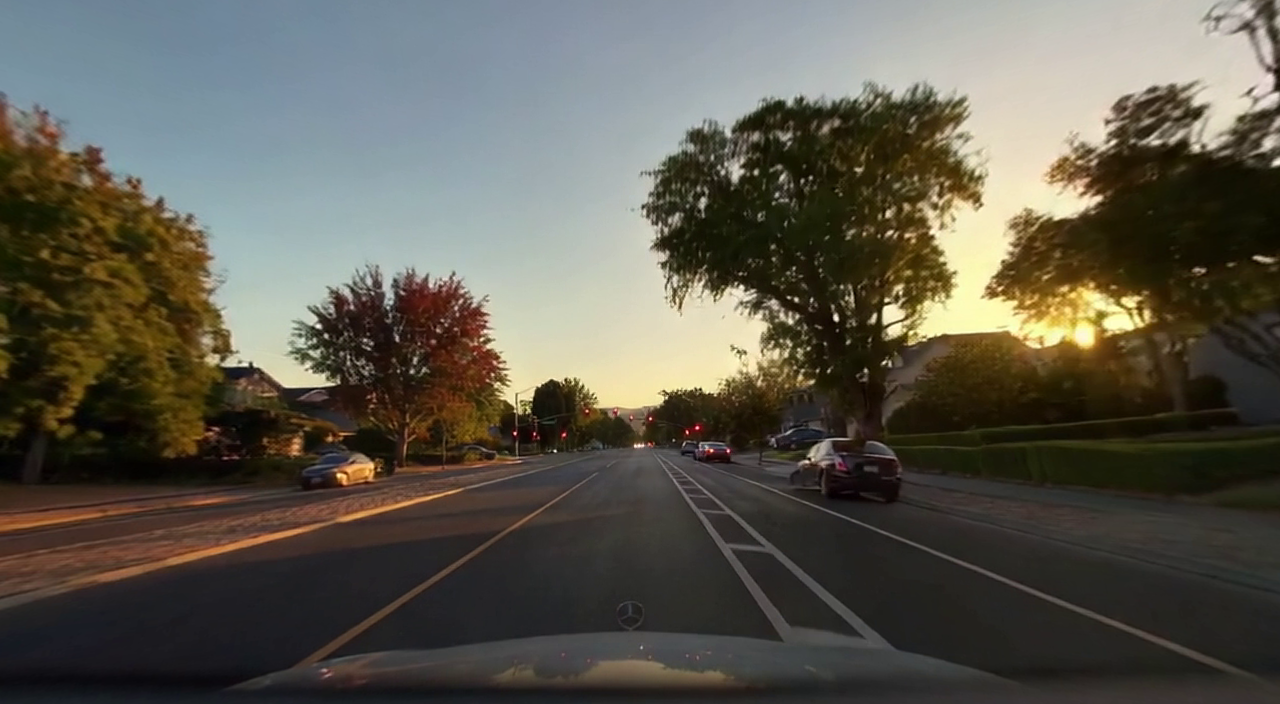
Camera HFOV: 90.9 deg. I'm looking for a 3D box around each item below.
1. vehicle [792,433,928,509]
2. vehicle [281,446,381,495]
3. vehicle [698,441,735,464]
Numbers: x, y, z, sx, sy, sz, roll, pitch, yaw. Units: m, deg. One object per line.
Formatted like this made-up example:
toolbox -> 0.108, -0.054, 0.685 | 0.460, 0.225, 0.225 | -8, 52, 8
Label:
vehicle -> 4.962, 2.702, 14.812 | 1.803, 1.517, 3.738 | 0, -8, -1
vehicle -> -12.087, 4.609, 25.004 | 2.000, 1.523, 4.226 | -2, -6, -2
vehicle -> 5.042, 6.689, 42.097 | 1.881, 1.435, 4.525 | 0, -8, -1
